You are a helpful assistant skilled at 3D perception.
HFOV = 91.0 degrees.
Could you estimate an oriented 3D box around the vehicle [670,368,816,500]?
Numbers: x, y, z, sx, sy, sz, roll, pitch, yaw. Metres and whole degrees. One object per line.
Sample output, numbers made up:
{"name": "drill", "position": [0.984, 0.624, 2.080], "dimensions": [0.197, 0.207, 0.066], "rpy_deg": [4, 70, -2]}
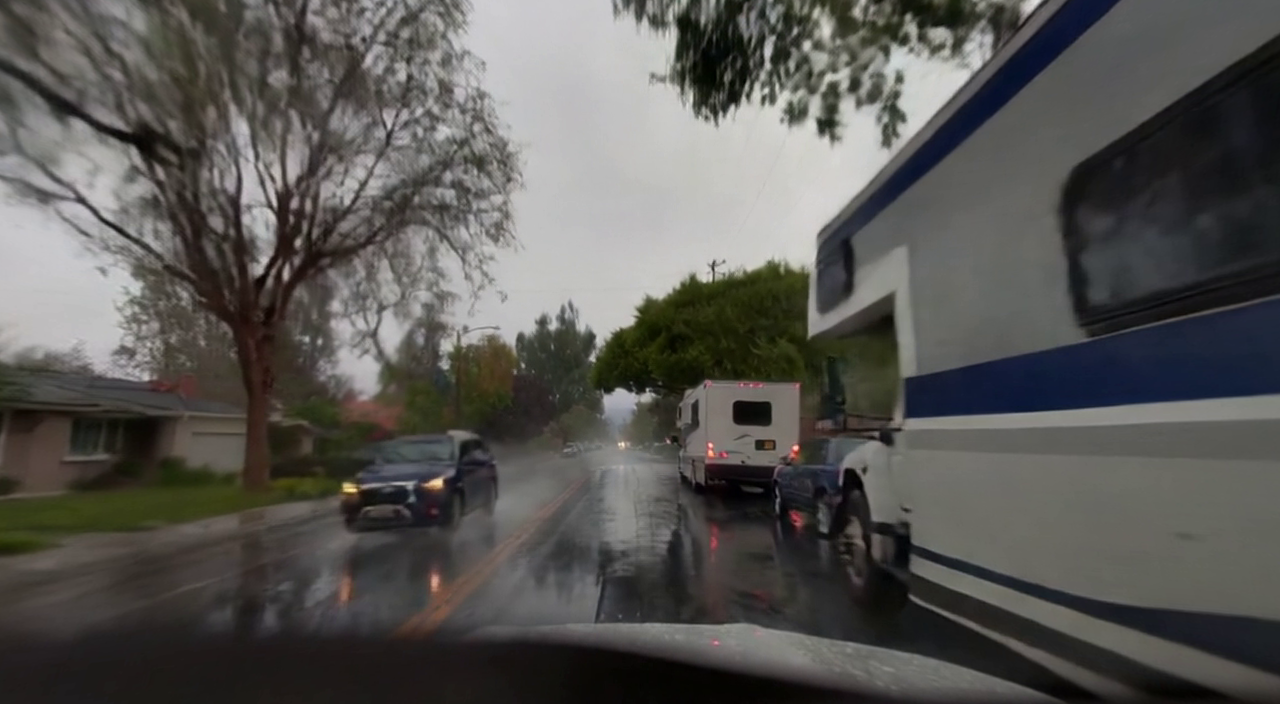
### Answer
{"name": "vehicle", "position": [2.733, 2.654, 20.032], "dimensions": [2.915, 3.243, 8.972], "rpy_deg": [0, -8, -1]}

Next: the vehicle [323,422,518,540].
{"name": "vehicle", "position": [-3.752, 2.282, 11.781], "dimensions": [2.194, 1.763, 4.288], "rpy_deg": [0, -8, -2]}

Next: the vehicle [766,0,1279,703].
{"name": "vehicle", "position": [3.028, -0.207, 0.838], "dimensions": [3.052, 3.440, 11.052], "rpy_deg": [0, -8, -2]}
